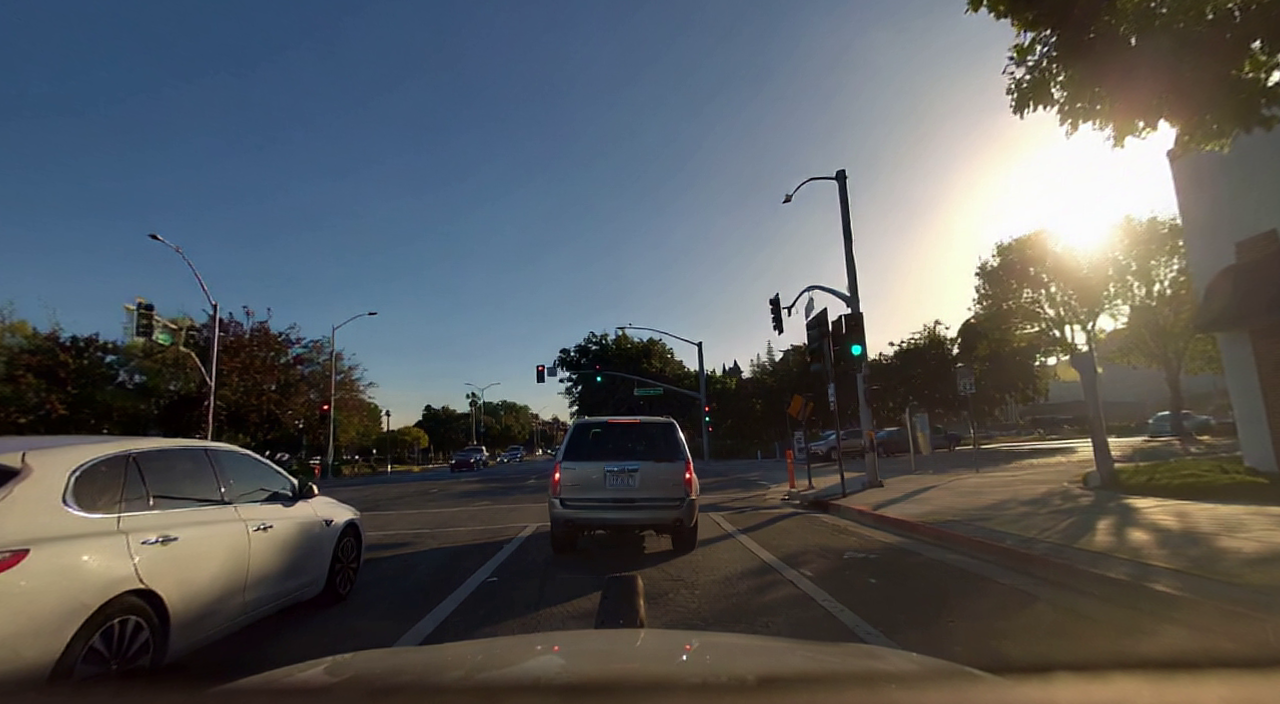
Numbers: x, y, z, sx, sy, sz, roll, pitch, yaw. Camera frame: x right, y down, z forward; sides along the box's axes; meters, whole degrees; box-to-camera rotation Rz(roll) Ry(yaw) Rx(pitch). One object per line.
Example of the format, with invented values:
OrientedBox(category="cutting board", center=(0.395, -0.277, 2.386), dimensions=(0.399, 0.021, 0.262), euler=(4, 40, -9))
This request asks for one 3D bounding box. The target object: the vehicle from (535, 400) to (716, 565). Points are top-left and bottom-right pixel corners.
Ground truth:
OrientedBox(category="vehicle", center=(-0.166, 1.806, 9.415), dimensions=(2.059, 1.877, 4.249), euler=(0, -8, 0))

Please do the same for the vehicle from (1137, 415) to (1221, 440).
OrientedBox(category="vehicle", center=(33.932, 4.806, 39.799), dimensions=(4.509, 1.487, 1.915), euler=(3, -9, -20))

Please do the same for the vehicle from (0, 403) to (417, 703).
OrientedBox(category="vehicle", center=(-3.374, 1.278, 4.668), dimensions=(2.011, 1.527, 4.008), euler=(0, -8, -1))

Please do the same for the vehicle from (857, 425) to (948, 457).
OrientedBox(category="vehicle", center=(13.343, 4.552, 32.184), dimensions=(3.830, 1.545, 2.006), euler=(3, -9, -18))
